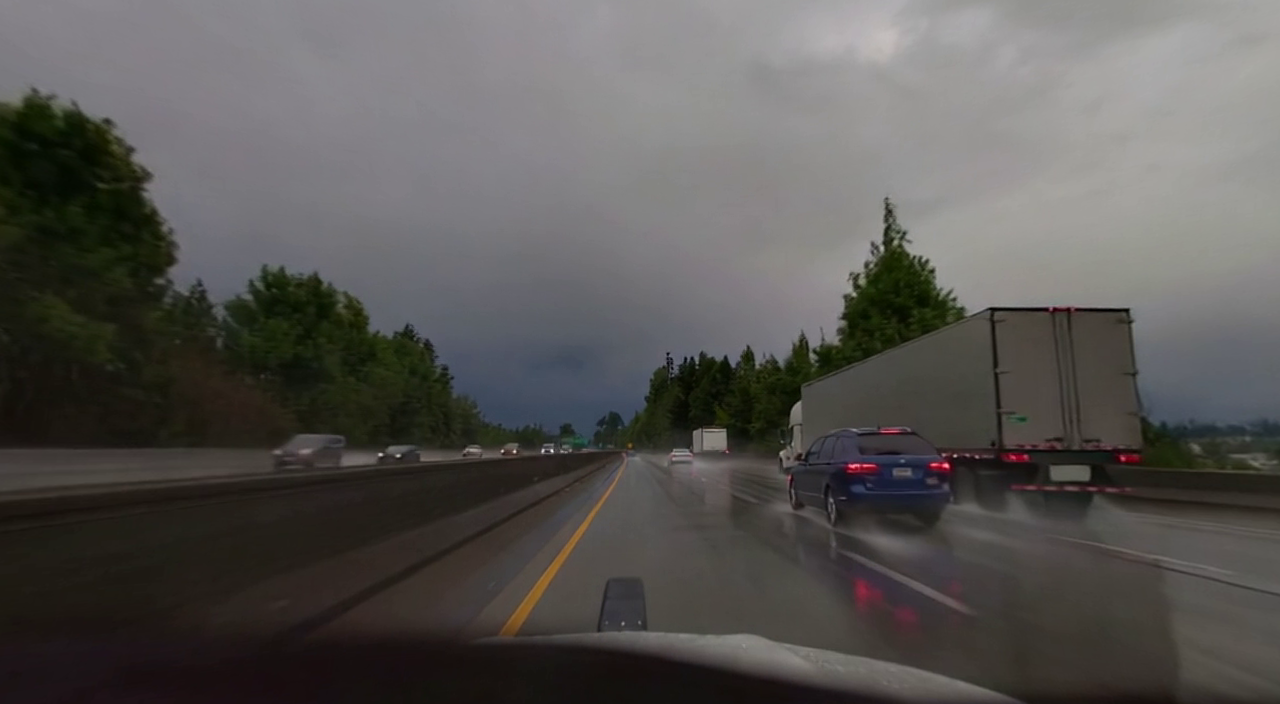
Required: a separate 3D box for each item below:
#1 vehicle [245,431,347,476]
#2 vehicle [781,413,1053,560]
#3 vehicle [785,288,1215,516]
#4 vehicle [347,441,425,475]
[{"bbox_3d":[-16.452,4.908,30.540,2.104,1.995,5.069,0,-9,-1],"label":"vehicle"},{"bbox_3d":[3.638,1.859,9.318,2.022,1.658,4.132,0,-9,-2],"label":"vehicle"},{"bbox_3d":[8.164,2.118,19.428,3.441,4.016,16.812,0,-9,0],"label":"vehicle"},{"bbox_3d":[-11.907,5.001,29.883,1.881,1.505,4.448,0,-9,0],"label":"vehicle"}]
